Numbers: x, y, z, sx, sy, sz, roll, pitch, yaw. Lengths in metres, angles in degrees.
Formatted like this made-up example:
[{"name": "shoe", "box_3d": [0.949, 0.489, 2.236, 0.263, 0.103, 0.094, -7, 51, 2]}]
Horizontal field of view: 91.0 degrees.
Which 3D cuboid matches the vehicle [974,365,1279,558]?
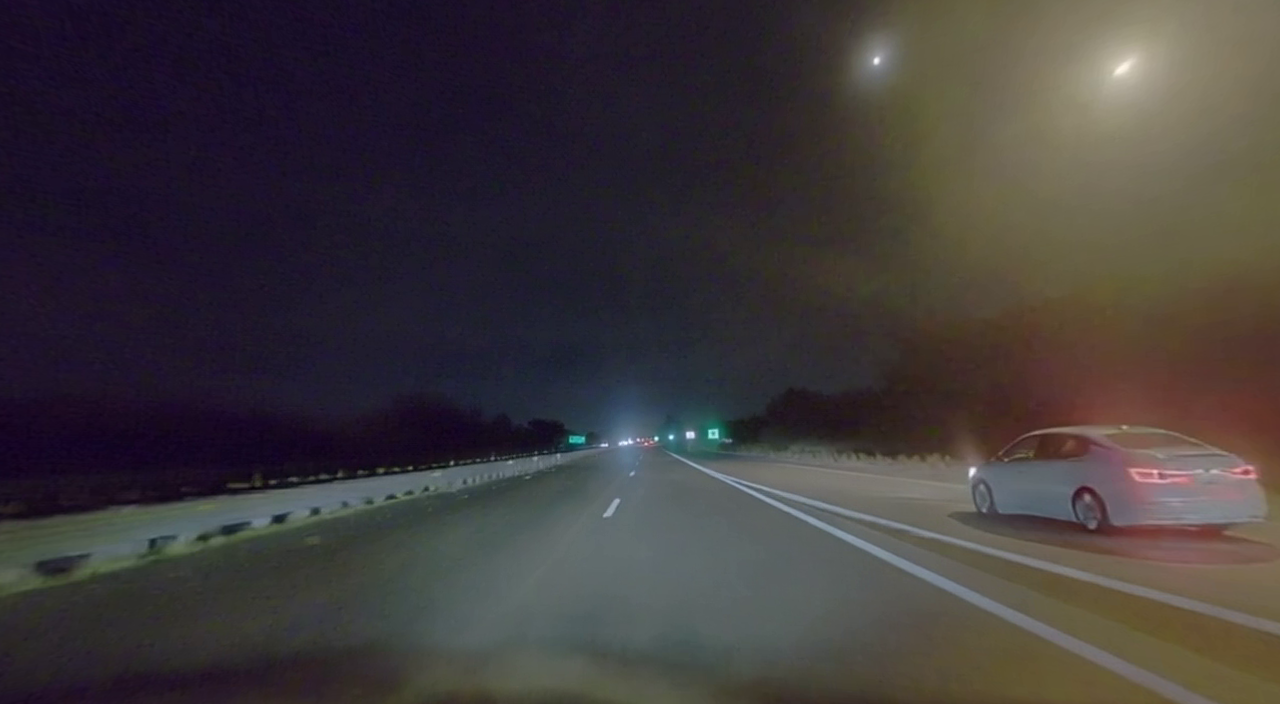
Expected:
[{"name": "vehicle", "box_3d": [7.400, 1.431, 8.722, 2.328, 1.916, 5.227, 0, -8, -5]}]
